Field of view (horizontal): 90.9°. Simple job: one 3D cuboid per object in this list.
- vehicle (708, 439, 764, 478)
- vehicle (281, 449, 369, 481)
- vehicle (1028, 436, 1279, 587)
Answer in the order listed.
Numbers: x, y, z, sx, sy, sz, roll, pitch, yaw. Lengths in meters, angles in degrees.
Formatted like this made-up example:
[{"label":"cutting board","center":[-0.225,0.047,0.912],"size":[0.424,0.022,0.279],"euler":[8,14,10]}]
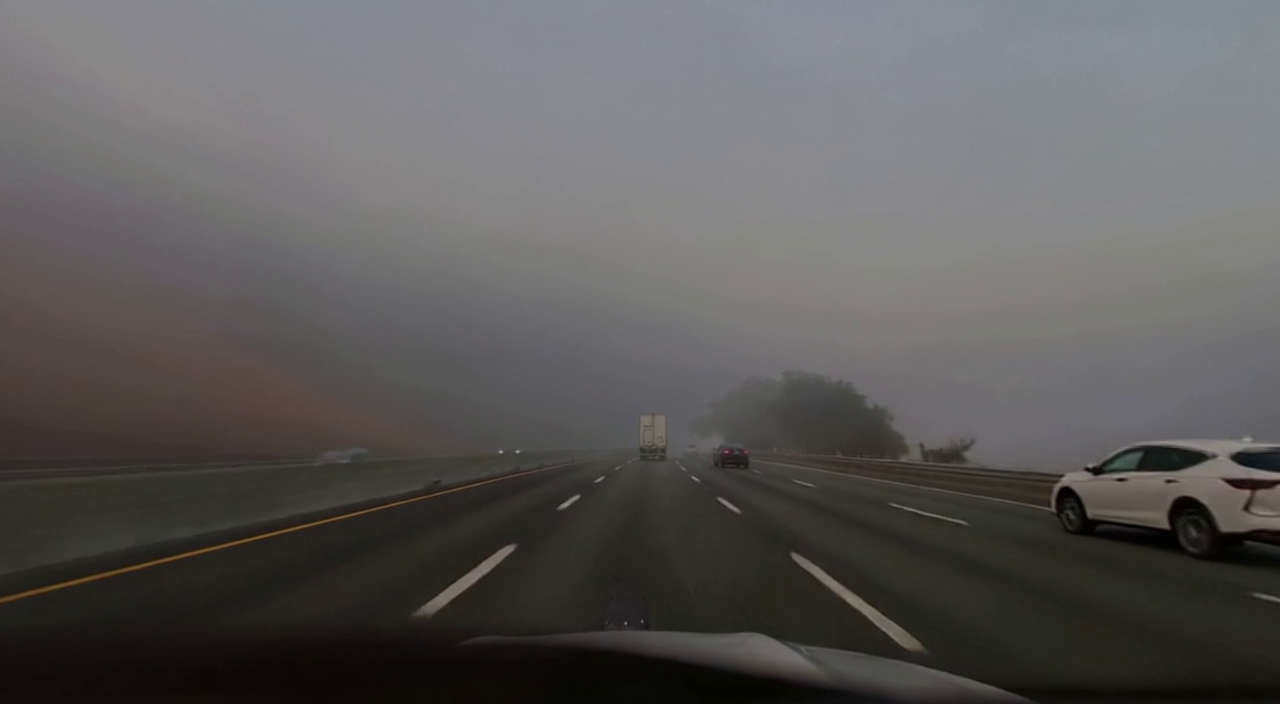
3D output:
[{"label":"vehicle","center":[4.237,4.752,28.441],"size":[1.880,1.624,3.941],"euler":[0,-9,0]},{"label":"vehicle","center":[-15.698,5.630,31.719],"size":[1.914,1.491,4.688],"euler":[0,-9,2]},{"label":"vehicle","center":[7.184,1.808,7.894],"size":[1.982,1.440,4.171],"euler":[0,-9,0]}]
